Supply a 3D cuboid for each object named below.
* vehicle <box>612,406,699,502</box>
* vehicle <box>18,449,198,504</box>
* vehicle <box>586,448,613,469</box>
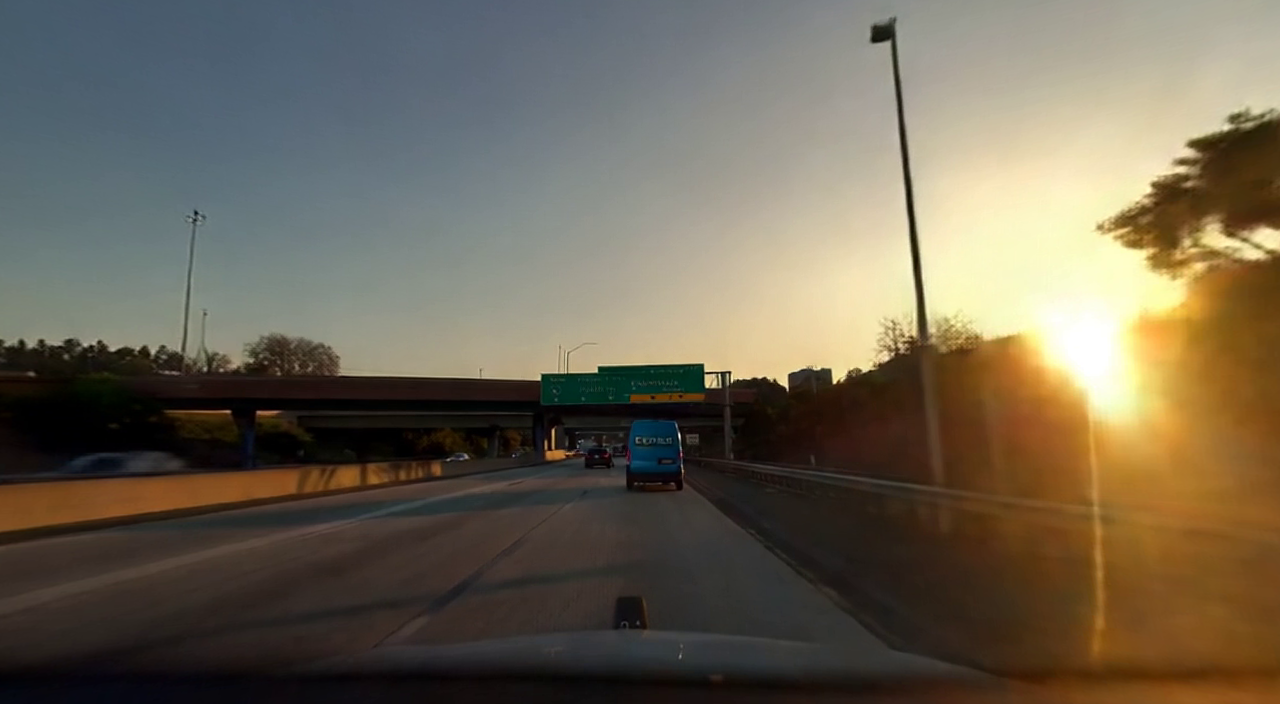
[{"bbox_3d":[0.335,3.136,19.652,2.332,2.558,5.314,0,-9,-2],"label":"vehicle"},{"bbox_3d":[-16.116,3.749,19.459,1.922,1.484,4.118,0,-9,0],"label":"vehicle"},{"bbox_3d":[-3.037,8.026,47.506,1.788,1.500,3.475,0,-9,0],"label":"vehicle"}]
